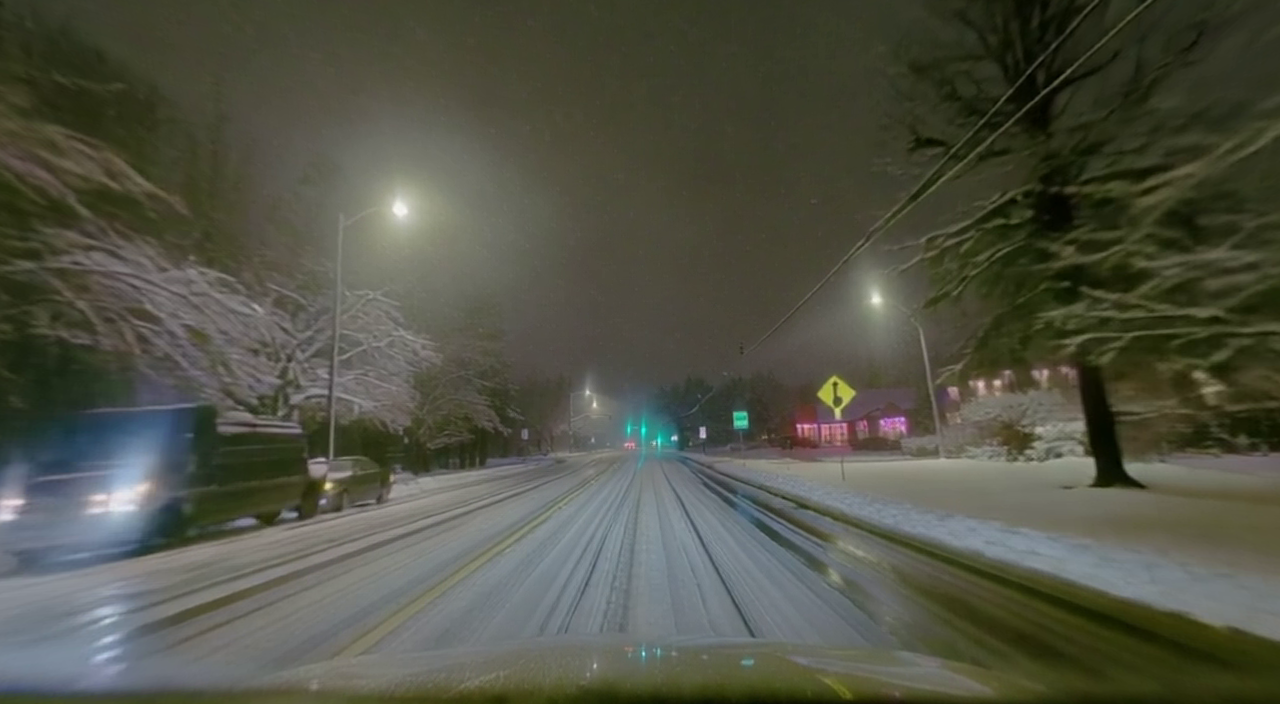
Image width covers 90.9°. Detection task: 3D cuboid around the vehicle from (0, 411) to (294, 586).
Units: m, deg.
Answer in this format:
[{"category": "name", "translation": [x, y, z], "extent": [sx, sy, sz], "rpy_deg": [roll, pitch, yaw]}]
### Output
[{"category": "vehicle", "translation": [-7.931, 2.074, 10.031], "extent": [2.138, 2.038, 4.717], "rpy_deg": [-4, -7, 2]}]

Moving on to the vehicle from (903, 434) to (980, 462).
[{"category": "vehicle", "translation": [20.392, 6.518, 42.789], "extent": [4.151, 1.730, 2.131], "rpy_deg": [0, -9, 5]}]
